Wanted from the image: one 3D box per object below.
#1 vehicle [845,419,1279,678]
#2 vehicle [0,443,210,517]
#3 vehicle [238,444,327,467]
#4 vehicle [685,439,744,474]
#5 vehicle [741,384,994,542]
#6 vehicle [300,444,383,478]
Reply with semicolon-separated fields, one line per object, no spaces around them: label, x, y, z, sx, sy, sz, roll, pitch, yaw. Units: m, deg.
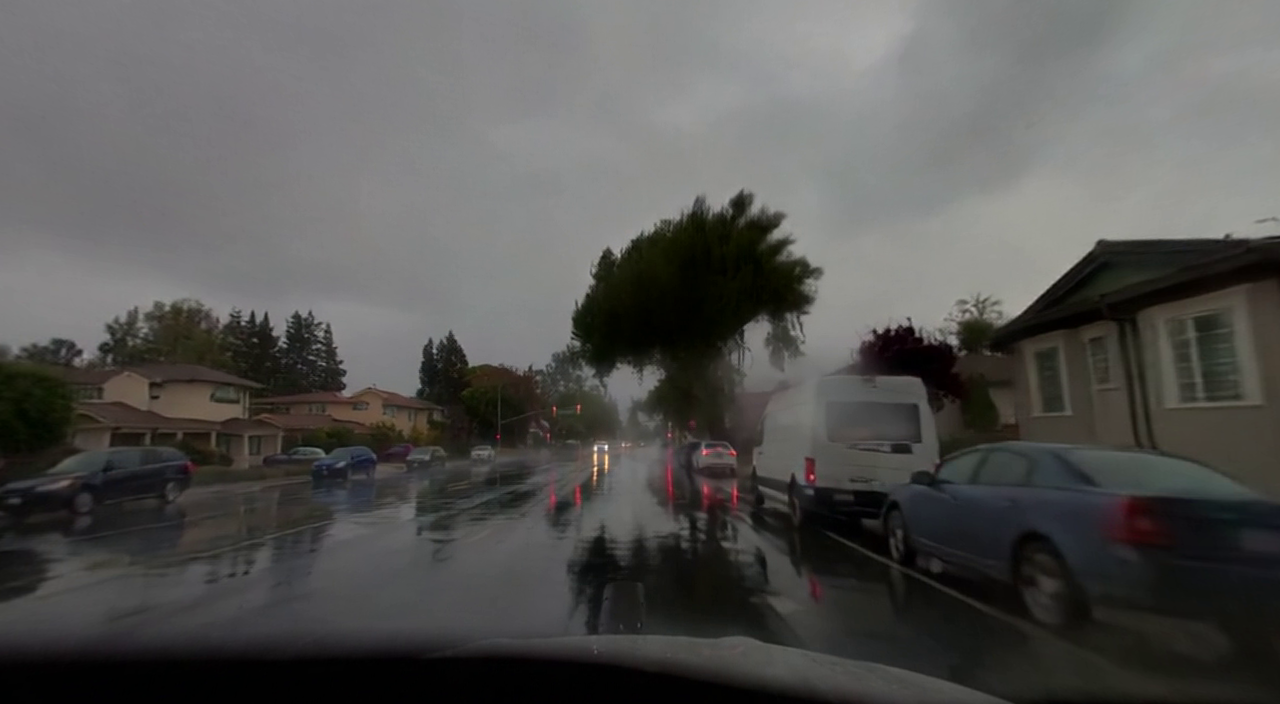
vehicle;3.799;1.474;6.000;1.994;1.450;4.662;1;-8;-2
vehicle;-14.331;3.268;16.845;2.045;1.636;5.214;0;-8;0
vehicle;-23.079;6.701;40.918;4.599;1.433;1.863;1;-9;-3
vehicle;3.321;4.744;28.982;1.956;1.468;4.524;0;-8;-2
vehicle;3.582;1.937;11.525;2.521;2.168;5.478;0;-8;0
vehicle;-14.803;5.405;31.705;1.923;1.535;4.862;0;-8;-2
